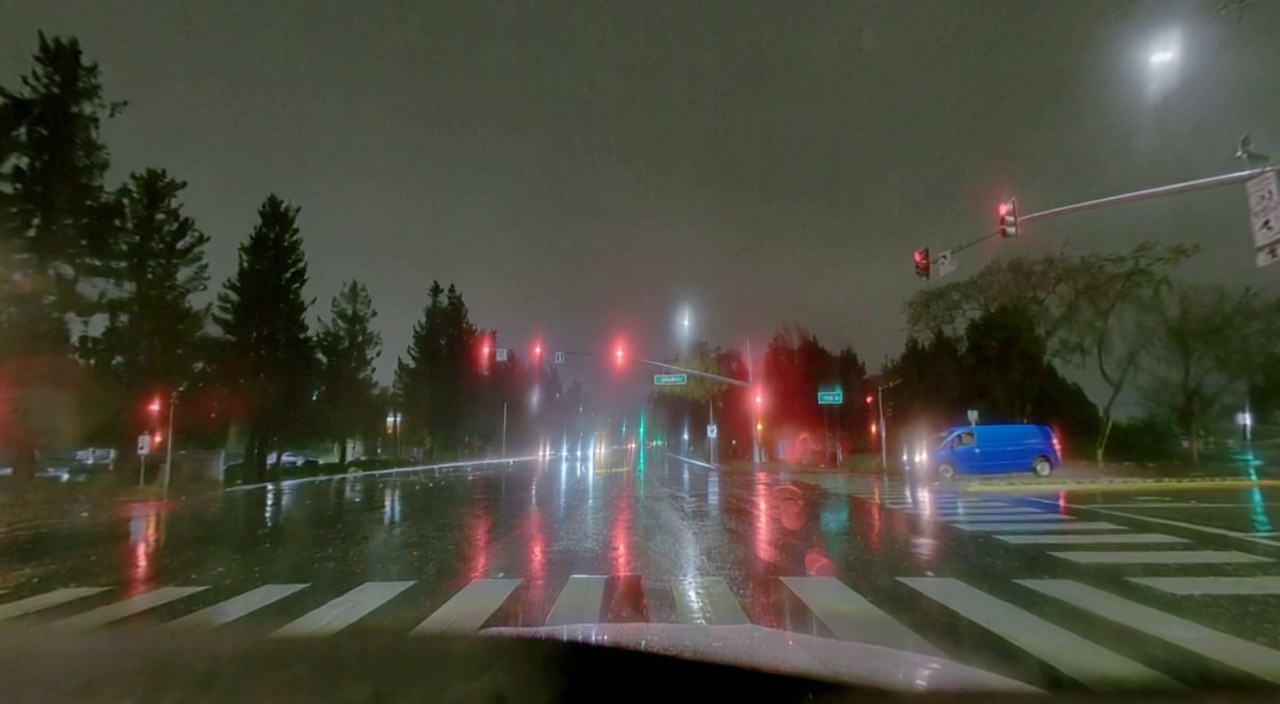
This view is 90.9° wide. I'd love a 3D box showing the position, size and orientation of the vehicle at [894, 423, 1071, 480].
[{"bbox_3d":[11.361,3.339,21.189,4.790,1.798,1.909,0,-8,0],"label":"vehicle"}]
